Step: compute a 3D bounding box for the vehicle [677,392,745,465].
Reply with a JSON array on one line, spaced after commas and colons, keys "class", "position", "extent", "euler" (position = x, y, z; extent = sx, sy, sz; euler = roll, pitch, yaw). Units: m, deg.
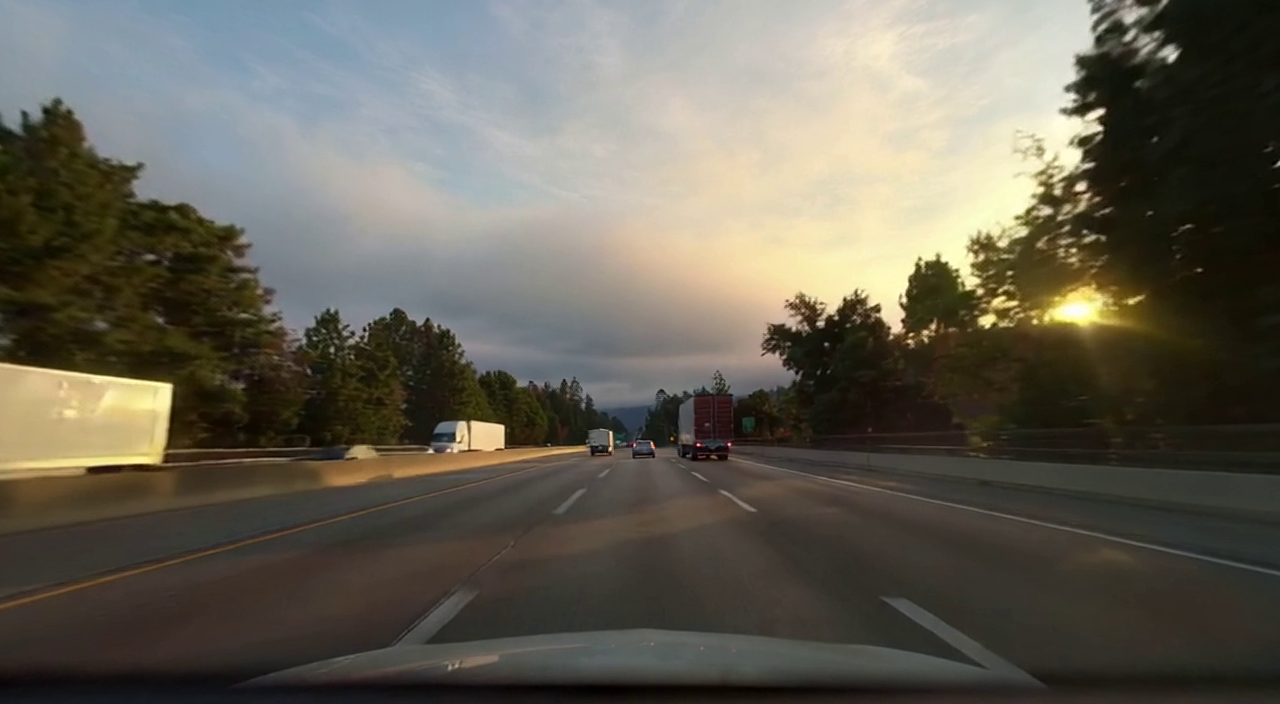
[{"class": "vehicle", "position": [4.490, 5.344, 43.097], "extent": [3.005, 4.131, 14.221], "euler": [1, -8, 0]}]

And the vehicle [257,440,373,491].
[{"class": "vehicle", "position": [-10.862, 3.784, 21.389], "extent": [1.900, 1.548, 4.087], "euler": [0, -8, -3]}]

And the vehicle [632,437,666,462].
[{"class": "vehicle", "position": [0.564, 6.490, 42.130], "extent": [2.139, 1.607, 4.034], "euler": [0, -8, 0]}]

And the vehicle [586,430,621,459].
[{"class": "vehicle", "position": [-2.627, 6.854, 46.615], "extent": [2.247, 2.039, 5.008], "euler": [0, -8, 1]}]

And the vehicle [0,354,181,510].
[{"class": "vehicle", "position": [-18.583, 2.071, 16.295], "extent": [3.001, 4.138, 13.607], "euler": [0, -8, 1]}]
